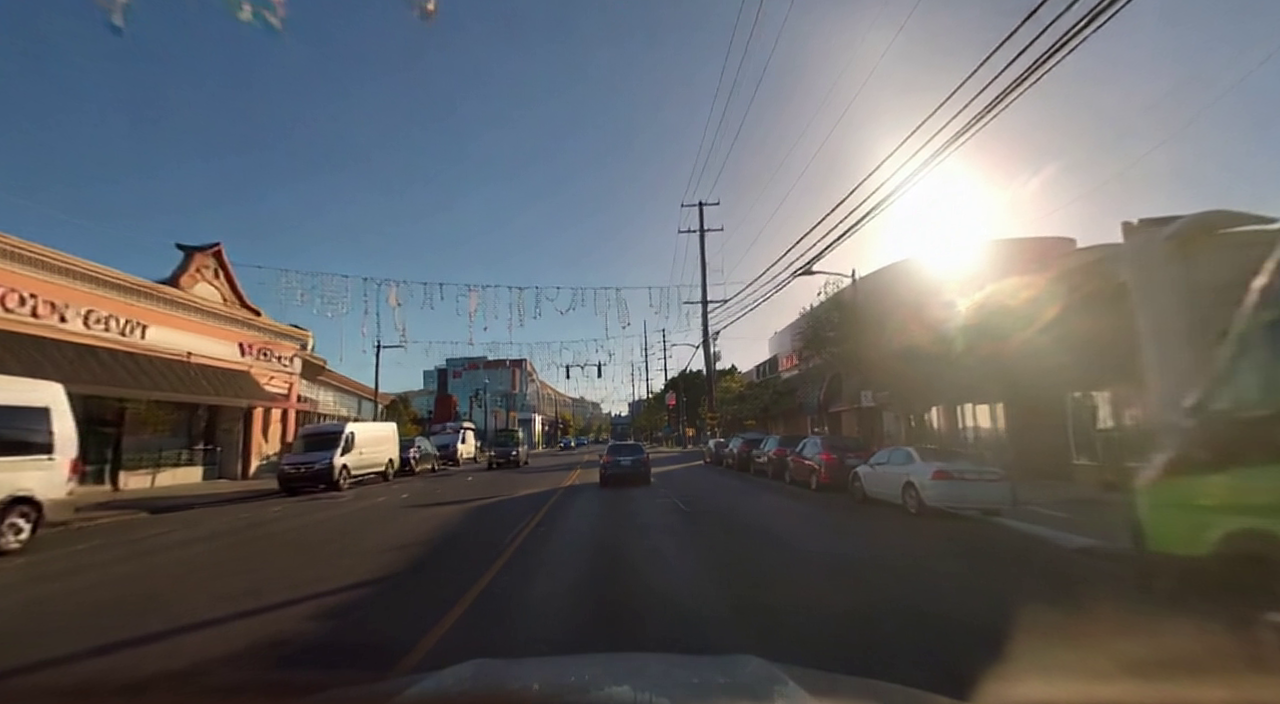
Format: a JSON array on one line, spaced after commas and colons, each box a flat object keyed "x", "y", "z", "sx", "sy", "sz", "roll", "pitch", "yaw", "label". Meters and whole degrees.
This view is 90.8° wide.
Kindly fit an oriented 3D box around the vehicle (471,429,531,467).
[{"x": -7.648, "y": 5.330, "z": 35.294, "sx": 2.456, "sy": 1.935, "sz": 4.769, "roll": 0, "pitch": -8, "yaw": -3, "label": "vehicle"}]

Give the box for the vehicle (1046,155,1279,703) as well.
[{"x": 4.513, "y": 0.125, "z": 1.308, "sx": 2.492, "sy": 2.720, "sz": 6.884, "roll": 0, "pitch": -8, "yaw": -2, "label": "vehicle"}]

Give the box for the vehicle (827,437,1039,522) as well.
[{"x": 5.723, "y": 2.514, "z": 13.137, "sx": 1.921, "sy": 1.430, "sz": 4.455, "roll": 1, "pitch": -8, "yaw": -6, "label": "vehicle"}]

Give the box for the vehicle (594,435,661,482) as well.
[{"x": -0.495, "y": 3.674, "z": 22.190, "sx": 2.112, "sy": 1.464, "sz": 4.411, "roll": 0, "pitch": -8, "yaw": -3, "label": "vehicle"}]

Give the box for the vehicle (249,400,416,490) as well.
[{"x": -10.158, "y": 3.183, "z": 21.827, "sx": 2.964, "sy": 2.597, "sz": 6.437, "roll": 0, "pitch": -8, "yaw": -5, "label": "vehicle"}]

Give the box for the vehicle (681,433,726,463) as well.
[{"x": 4.008, "y": 6.226, "z": 41.012, "sx": 2.079, "sy": 1.788, "sz": 4.974, "roll": 0, "pitch": -8, "yaw": -4, "label": "vehicle"}]

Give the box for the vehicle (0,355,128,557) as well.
[{"x": -9.899, "y": 1.302, "z": 7.752, "sx": 2.398, "sy": 2.723, "sz": 5.816, "roll": 0, "pitch": -8, "yaw": -2, "label": "vehicle"}]
